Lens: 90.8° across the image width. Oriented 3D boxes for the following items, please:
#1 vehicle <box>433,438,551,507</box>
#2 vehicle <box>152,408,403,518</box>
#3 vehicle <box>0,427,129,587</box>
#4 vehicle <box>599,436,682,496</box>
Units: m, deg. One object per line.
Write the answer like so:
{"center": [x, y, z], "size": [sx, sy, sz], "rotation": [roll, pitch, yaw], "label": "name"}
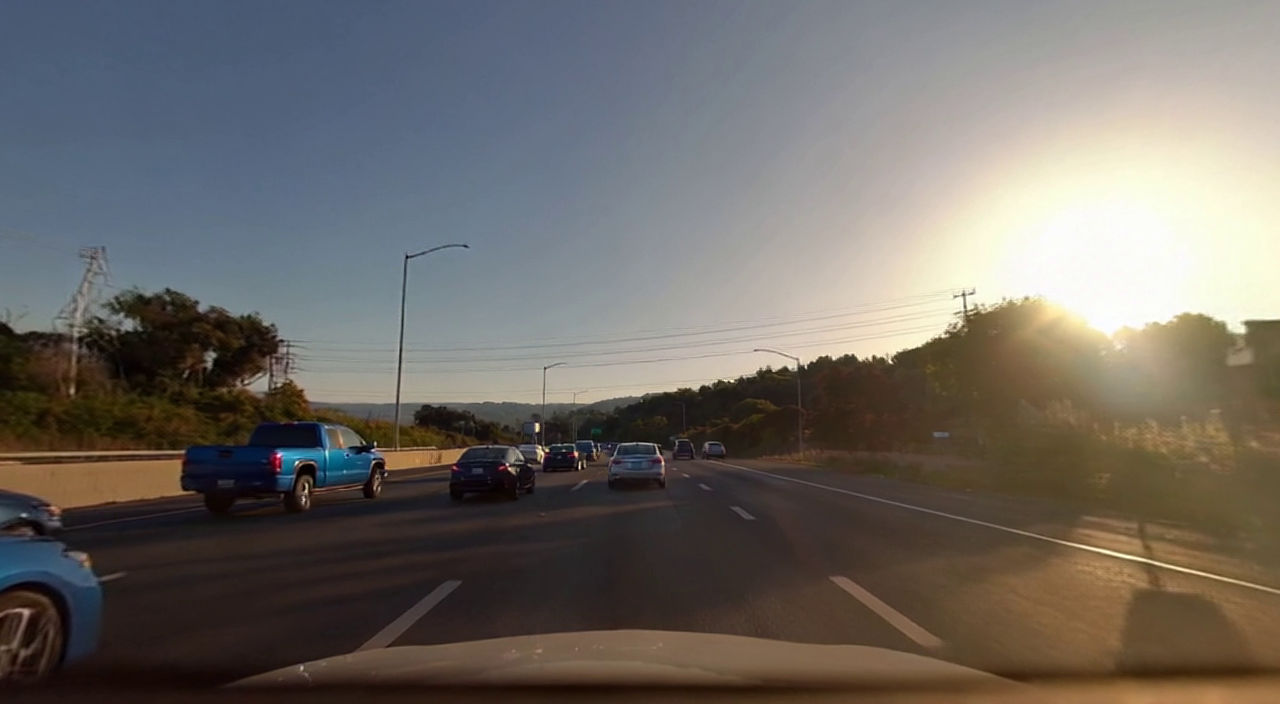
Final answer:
{"center": [-3.442, 2.869, 15.539], "size": [1.899, 1.437, 4.131], "rotation": [0, -8, 0], "label": "vehicle"}
{"center": [-7.512, 2.388, 14.100], "size": [2.194, 1.922, 5.637], "rotation": [0, -8, 1], "label": "vehicle"}
{"center": [-6.876, 1.297, 4.881], "size": [1.900, 1.461, 4.706], "rotation": [0, -8, 0], "label": "vehicle"}
{"center": [-0.021, 3.214, 18.274], "size": [2.102, 1.499, 4.439], "rotation": [0, -8, -1], "label": "vehicle"}
